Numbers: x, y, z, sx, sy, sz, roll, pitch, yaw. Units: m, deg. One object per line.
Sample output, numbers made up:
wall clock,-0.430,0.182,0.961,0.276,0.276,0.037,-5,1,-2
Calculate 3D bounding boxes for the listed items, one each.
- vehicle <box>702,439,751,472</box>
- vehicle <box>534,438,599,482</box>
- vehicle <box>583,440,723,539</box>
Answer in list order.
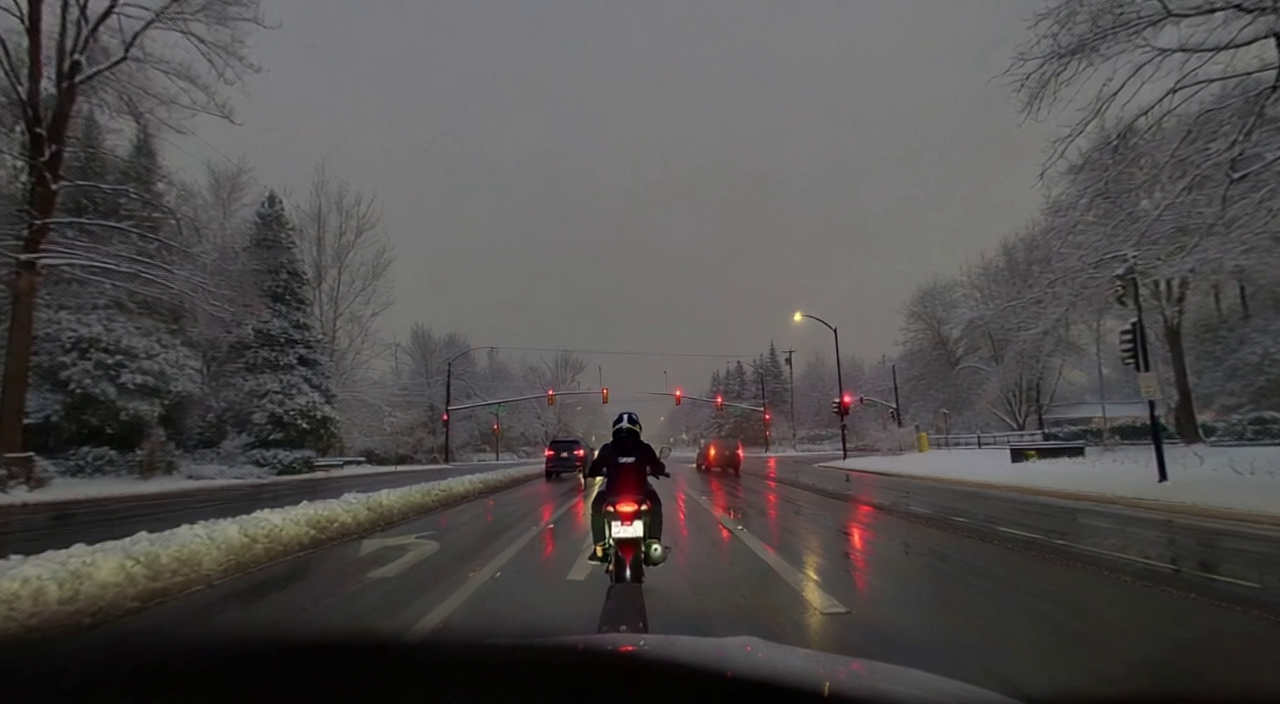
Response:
vehicle,4.683,5.683,34.775,2.075,1.661,4.229,0,-8,-1
vehicle,-3.014,4.568,27.084,2.056,1.647,5.045,-1,-8,1
vehicle,0.177,2.385,11.736,2.093,1.450,4.437,0,-8,0
